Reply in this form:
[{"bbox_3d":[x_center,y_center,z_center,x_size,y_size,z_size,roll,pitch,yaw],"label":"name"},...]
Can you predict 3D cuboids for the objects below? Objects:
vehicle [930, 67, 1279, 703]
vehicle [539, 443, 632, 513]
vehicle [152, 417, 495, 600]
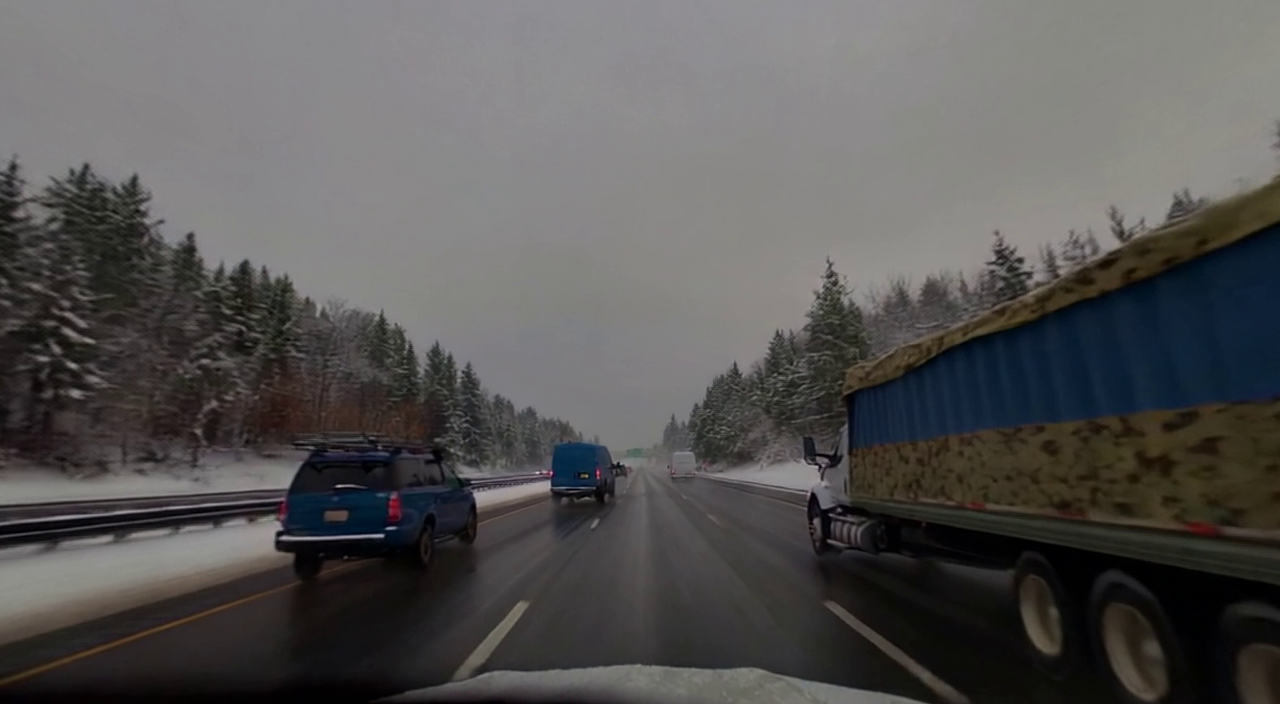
[{"bbox_3d":[4.016,0.410,3.018,2.703,2.988,5.097,1,-11,0],"label":"vehicle"},{"bbox_3d":[-1.595,4.074,20.619,2.378,1.930,5.086,1,-11,2],"label":"vehicle"},{"bbox_3d":[-3.490,1.874,8.145,2.124,1.671,4.262,1,-11,1],"label":"vehicle"}]
